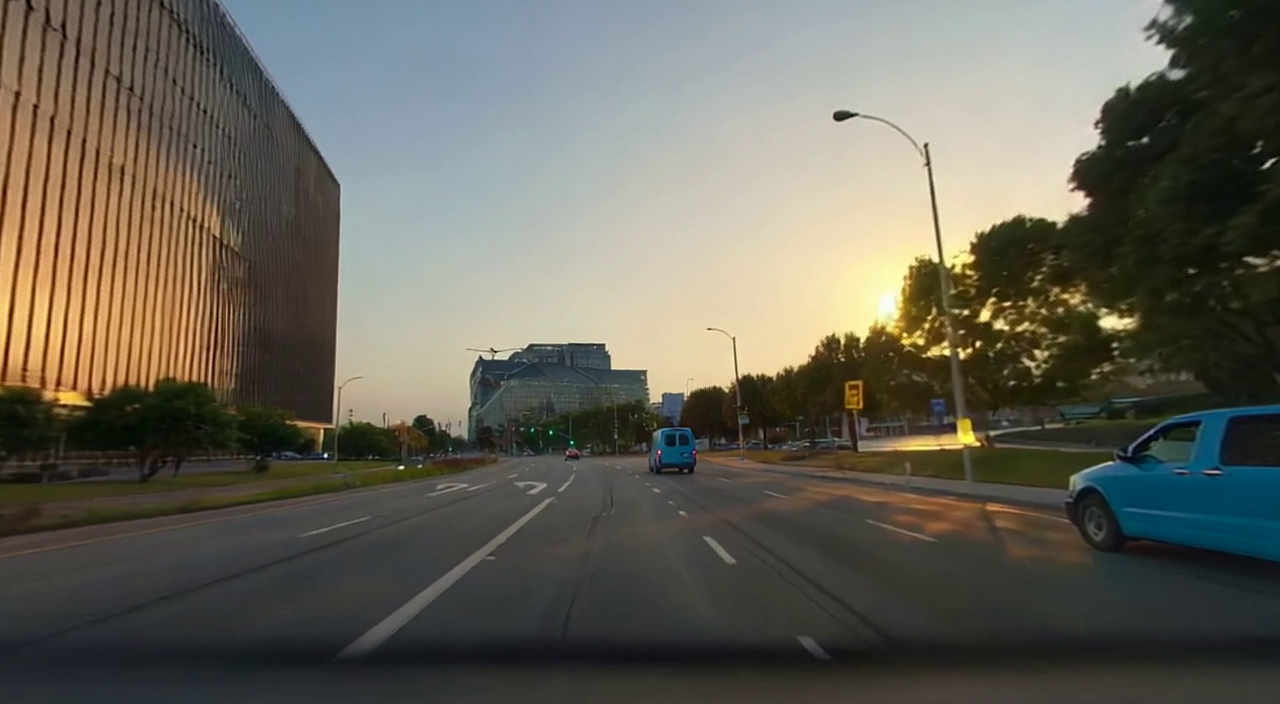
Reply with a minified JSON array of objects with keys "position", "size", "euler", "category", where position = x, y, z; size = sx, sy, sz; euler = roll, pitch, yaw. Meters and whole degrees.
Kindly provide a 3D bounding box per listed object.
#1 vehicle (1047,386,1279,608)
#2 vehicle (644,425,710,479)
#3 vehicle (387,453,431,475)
[{"position":[6.004,1.196,5.351],"size":[1.992,1.726,4.434],"euler":[0,-8,-2],"category":"vehicle"},{"position":[1.596,4.597,29.182],"size":[2.339,2.244,4.817],"euler":[1,-9,-5],"category":"vehicle"},{"position":[-16.947,8.190,46.384],"size":[1.893,1.447,4.581],"euler":[1,-9,-6],"category":"vehicle"}]
